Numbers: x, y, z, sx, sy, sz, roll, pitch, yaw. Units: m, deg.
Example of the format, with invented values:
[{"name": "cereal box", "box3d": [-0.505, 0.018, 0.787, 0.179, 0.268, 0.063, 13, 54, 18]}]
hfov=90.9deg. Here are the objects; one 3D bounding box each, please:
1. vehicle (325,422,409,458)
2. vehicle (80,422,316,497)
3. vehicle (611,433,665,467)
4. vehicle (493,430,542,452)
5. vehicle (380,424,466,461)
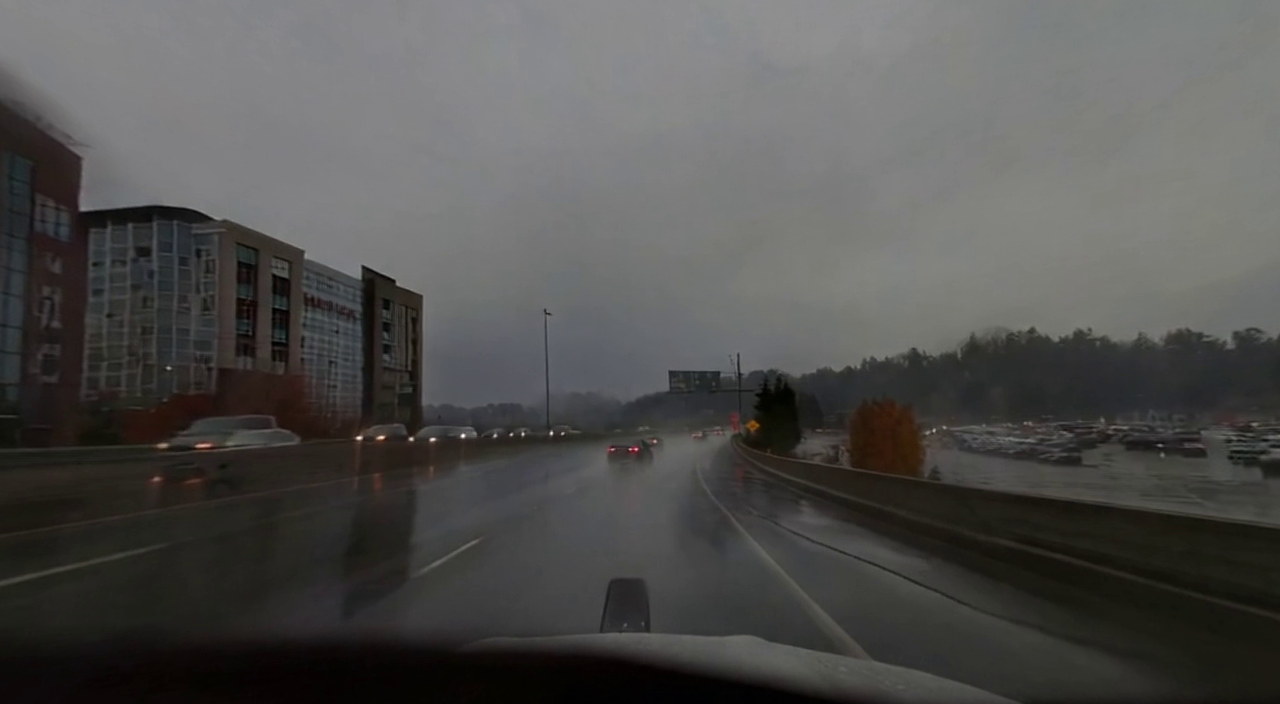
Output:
[{"name": "vehicle", "box3d": [-13.712, 4.502, 31.994, 1.992, 1.659, 4.562, -1, -8, 4]}, {"name": "vehicle", "box3d": [-10.176, 2.519, 15.119, 2.097, 1.484, 4.621, -1, -8, 4]}, {"name": "vehicle", "box3d": [-0.019, 4.680, 30.231, 2.035, 1.460, 4.497, -1, -8, 7]}, {"name": "vehicle", "box3d": [-8.453, 6.227, 43.980, 2.020, 1.470, 4.639, -1, -8, 7]}, {"name": "vehicle", "box3d": [-9.690, 4.120, 28.636, 1.943, 1.536, 4.656, -1, -8, 5]}]
